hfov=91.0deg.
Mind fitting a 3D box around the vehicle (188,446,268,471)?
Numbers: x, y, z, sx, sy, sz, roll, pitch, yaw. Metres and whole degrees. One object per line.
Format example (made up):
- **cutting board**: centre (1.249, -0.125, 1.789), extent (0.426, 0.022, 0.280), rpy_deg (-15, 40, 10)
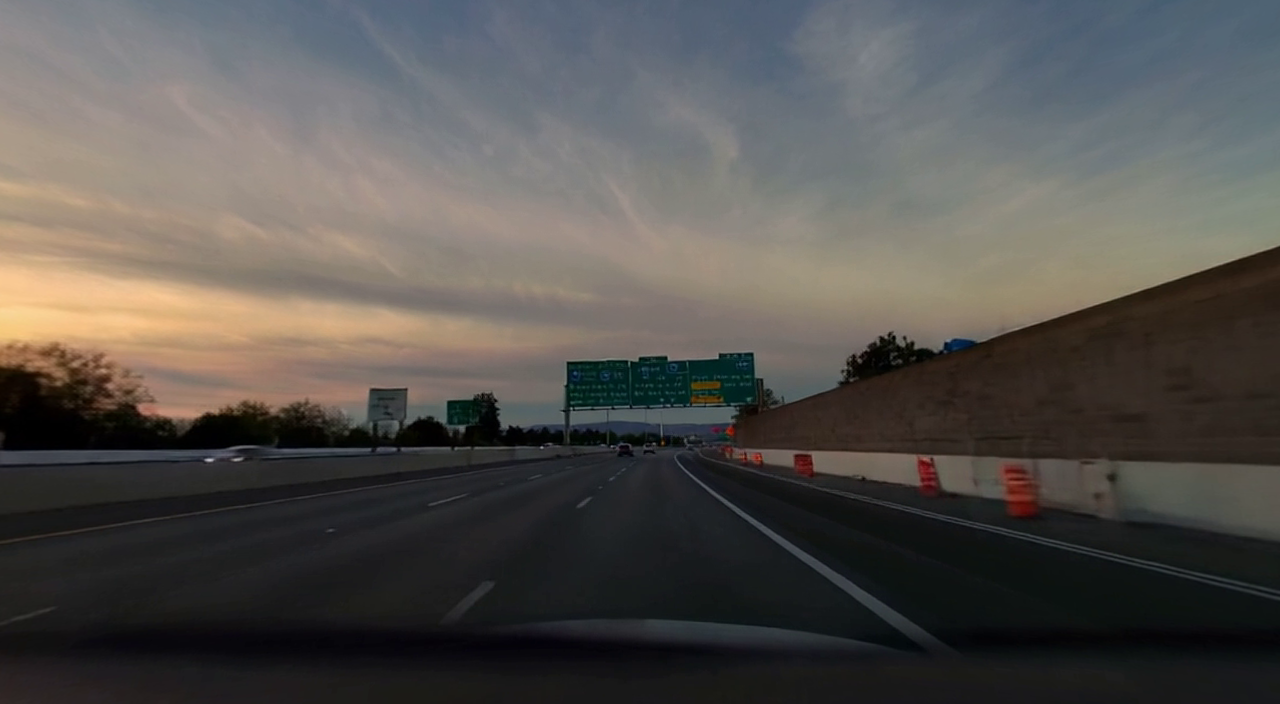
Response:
- **vehicle**: centre (-25.742, 6.665, 39.579), extent (1.879, 1.508, 4.482), rpy_deg (0, -9, 2)
